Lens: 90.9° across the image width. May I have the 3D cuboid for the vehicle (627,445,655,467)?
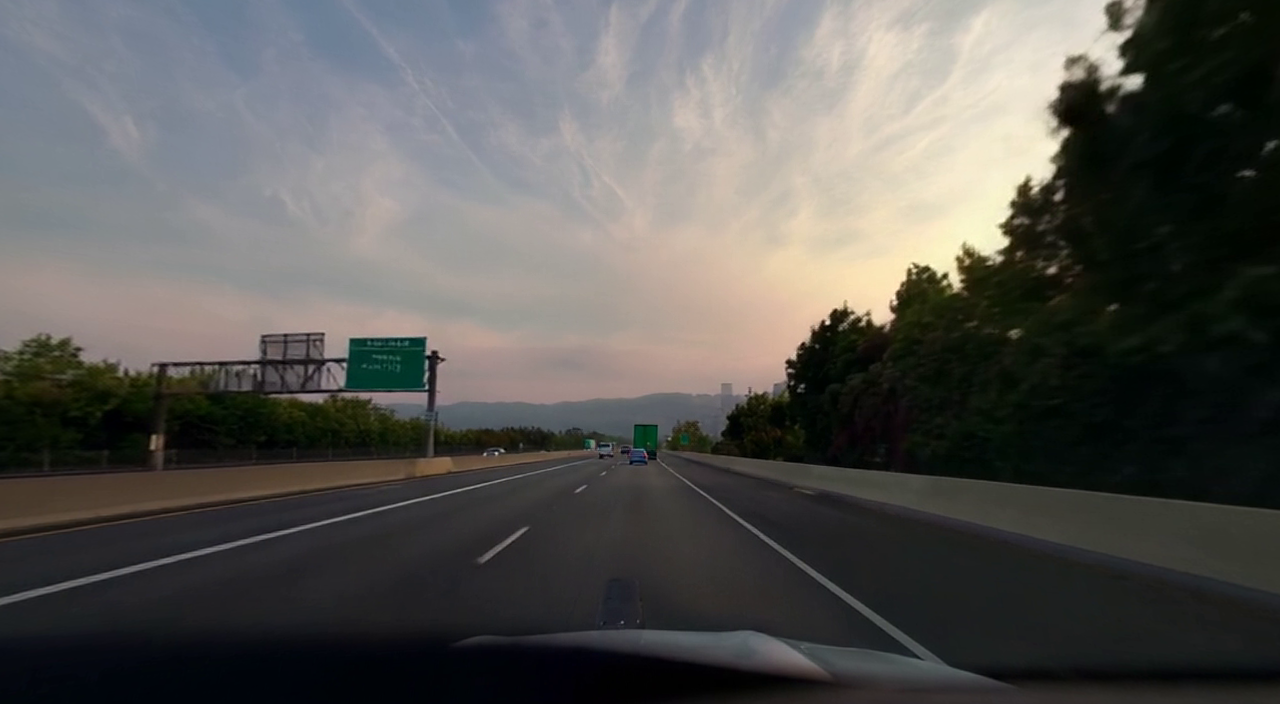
[{"bbox_3d":[0.083,7.993,48.425,2.094,1.559,3.945,-1,-9,0],"label":"vehicle"}]
